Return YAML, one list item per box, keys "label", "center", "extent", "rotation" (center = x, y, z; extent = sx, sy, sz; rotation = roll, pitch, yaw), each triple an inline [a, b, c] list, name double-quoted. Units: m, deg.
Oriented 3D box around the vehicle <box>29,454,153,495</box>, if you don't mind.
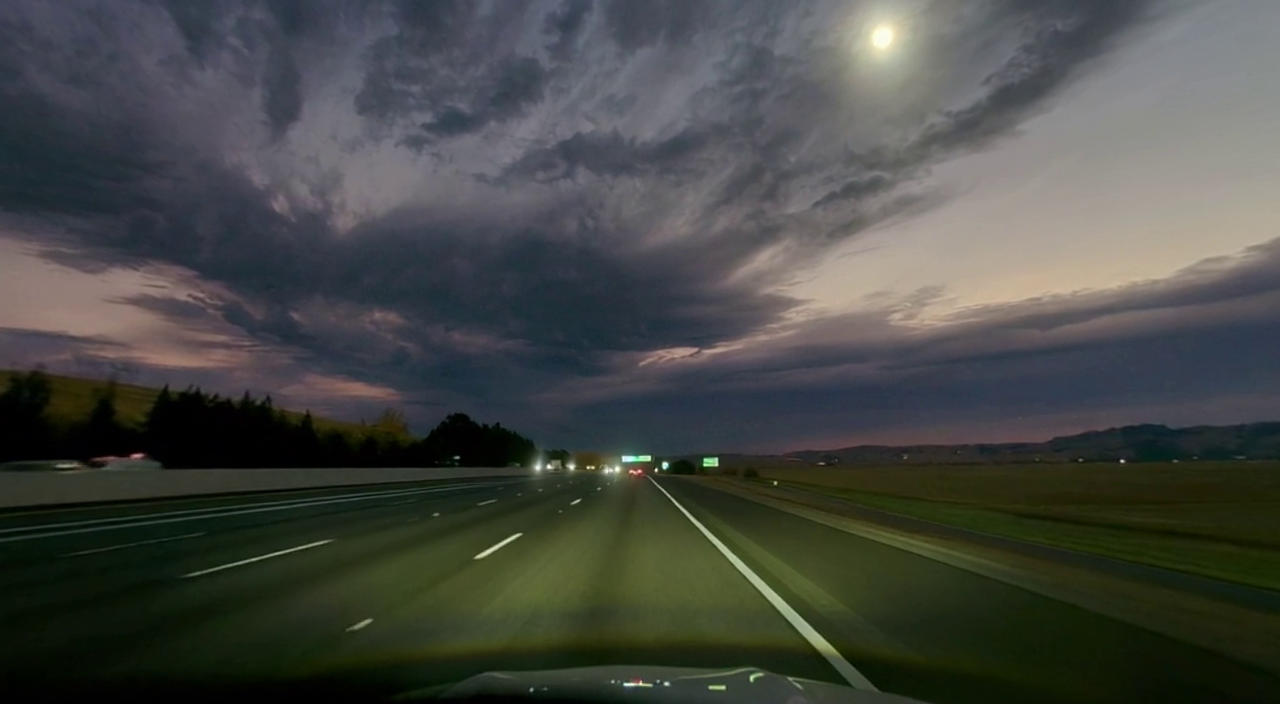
- label: "vehicle"
  center: [-28.815, 6.432, 33.353]
  extent: [2.094, 1.949, 5.012]
  rotation: [1, -10, -3]
